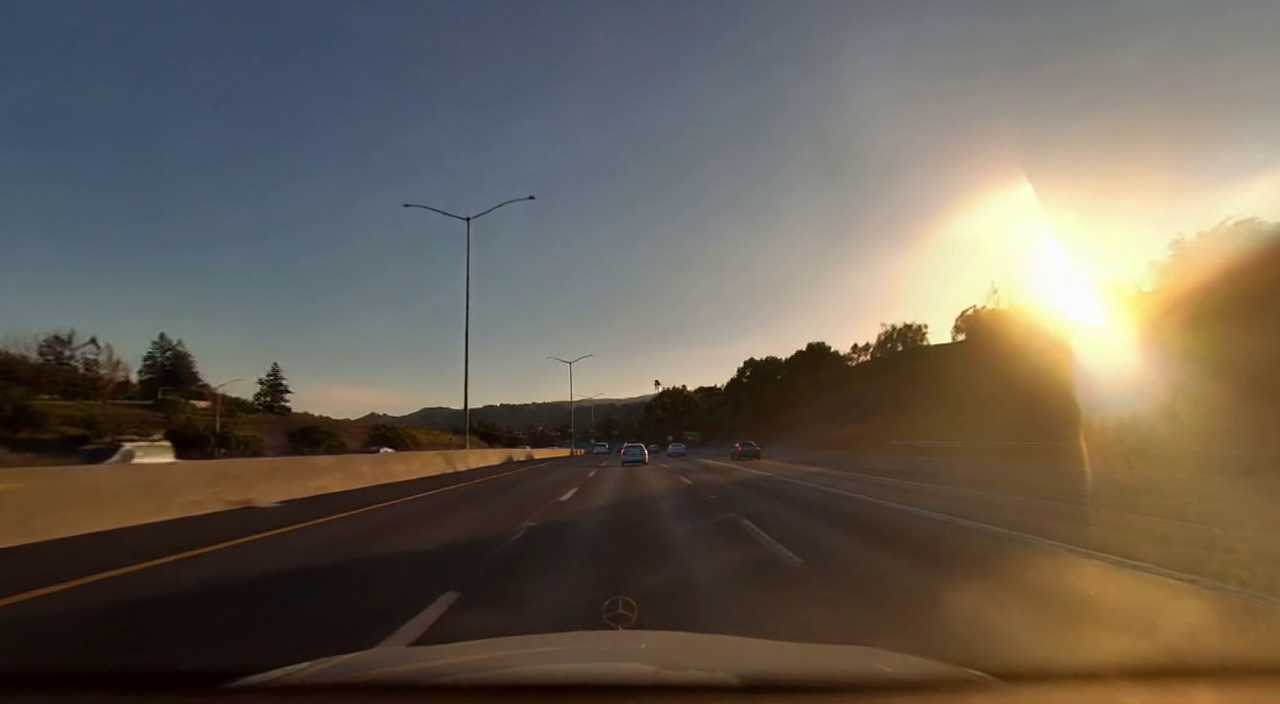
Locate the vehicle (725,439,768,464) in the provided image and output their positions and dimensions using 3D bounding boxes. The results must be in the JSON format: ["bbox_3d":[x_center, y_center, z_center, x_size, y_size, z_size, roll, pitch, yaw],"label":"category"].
[{"bbox_3d":[6.872,6.485,41.296,1.935,1.478,4.433,0,-8,-2],"label":"vehicle"}]

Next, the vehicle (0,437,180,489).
[{"bbox_3d":[-23.626,4.773,27.639,2.345,1.997,6.208,0,-8,0],"label":"vehicle"}]

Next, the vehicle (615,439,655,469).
[{"bbox_3d":[-0.306,5.365,33.272,1.985,1.457,4.227,0,-8,-1],"label":"vehicle"}]
